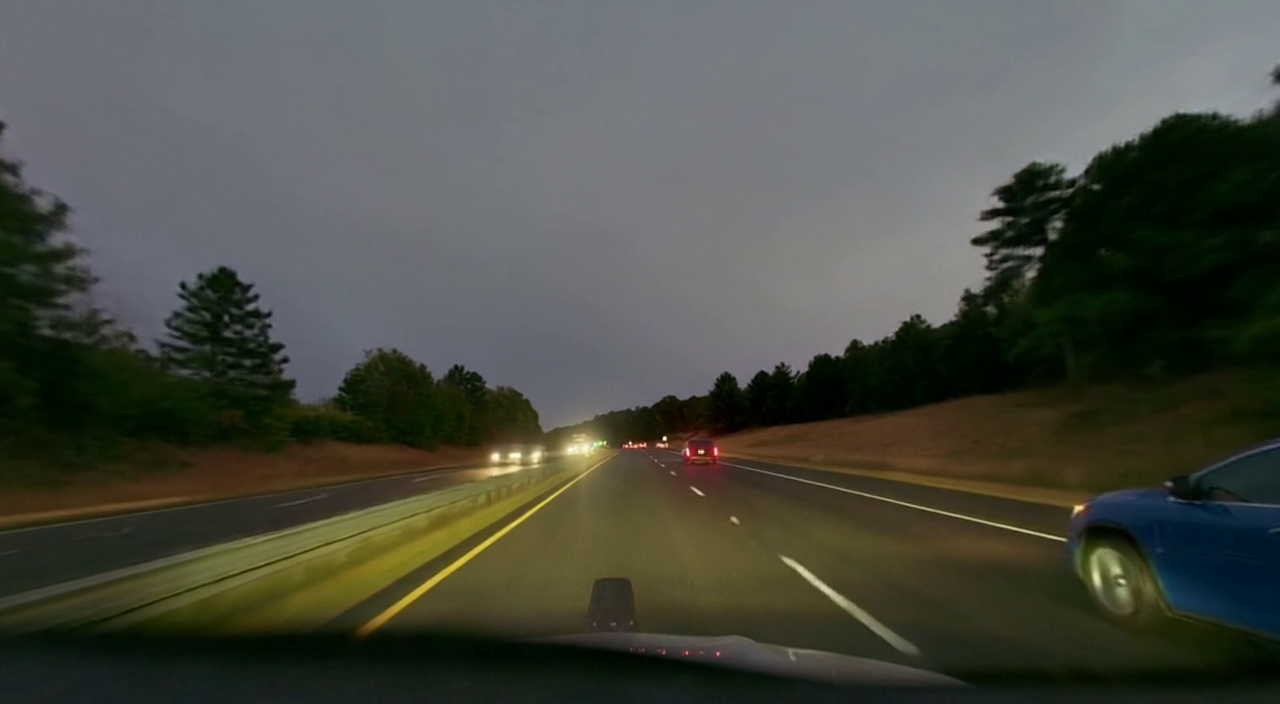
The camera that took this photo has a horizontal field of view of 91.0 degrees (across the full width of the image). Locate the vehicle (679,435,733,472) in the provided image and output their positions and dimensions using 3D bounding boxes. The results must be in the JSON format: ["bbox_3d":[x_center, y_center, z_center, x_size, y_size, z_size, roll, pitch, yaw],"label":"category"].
[{"bbox_3d":[3.194,4.995,31.268,2.043,1.673,4.016,0,-8,-3],"label":"vehicle"}]

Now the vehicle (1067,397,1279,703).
[{"bbox_3d":[3.896,0.841,2.040,1.999,1.501,4.221,0,-8,-1],"label":"vehicle"}]
